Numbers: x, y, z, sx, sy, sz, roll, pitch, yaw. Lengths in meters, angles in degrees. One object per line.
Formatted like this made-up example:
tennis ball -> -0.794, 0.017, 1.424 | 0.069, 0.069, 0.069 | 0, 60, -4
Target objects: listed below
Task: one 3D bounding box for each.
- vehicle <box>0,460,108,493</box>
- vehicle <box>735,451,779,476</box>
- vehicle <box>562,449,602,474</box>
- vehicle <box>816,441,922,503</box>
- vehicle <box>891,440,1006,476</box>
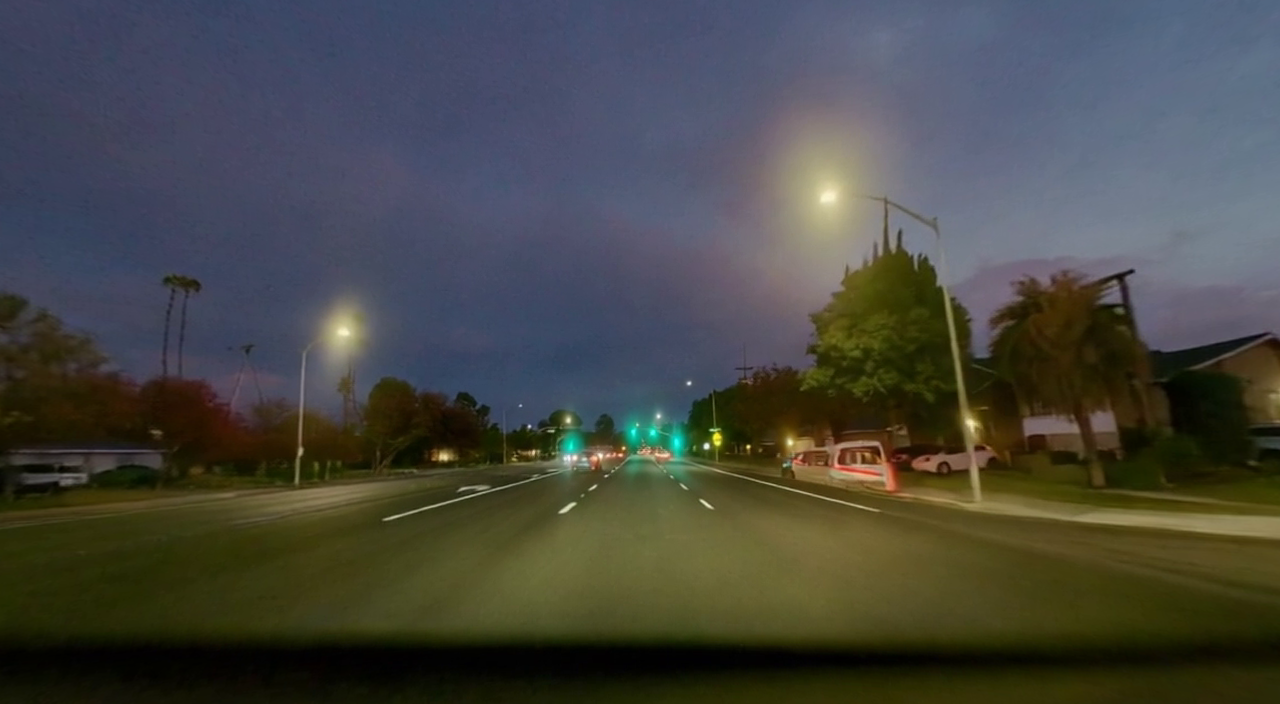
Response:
vehicle -> -30.047, 6.372, 32.546 | 1.803, 1.453, 4.109 | 0, -8, -2
vehicle -> 7.600, 7.305, 41.506 | 1.929, 1.482, 4.873 | 0, -8, 0
vehicle -> -3.693, 7.092, 41.168 | 2.263, 1.548, 4.555 | 0, -8, -1
vehicle -> 7.709, 4.093, 21.695 | 2.006, 1.758, 4.311 | 5, -10, 0
vehicle -> 15.469, 5.334, 31.890 | 4.748, 1.608, 1.929 | -2, -9, 1
